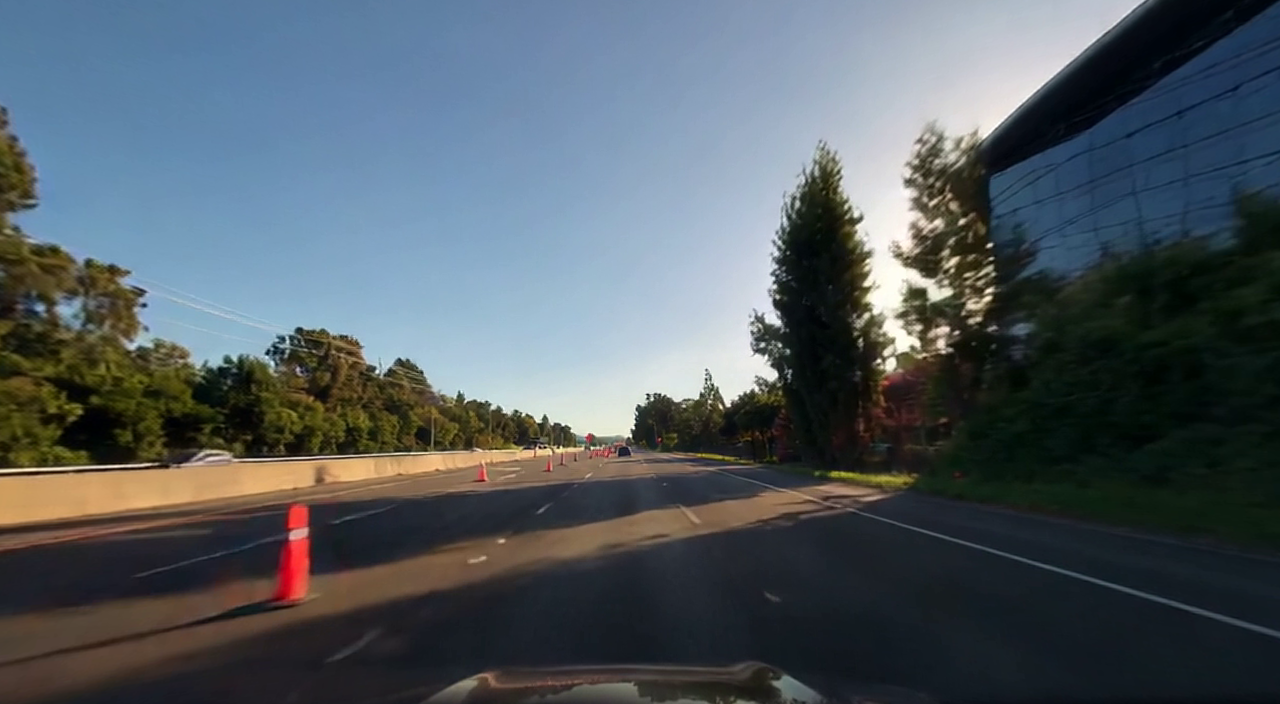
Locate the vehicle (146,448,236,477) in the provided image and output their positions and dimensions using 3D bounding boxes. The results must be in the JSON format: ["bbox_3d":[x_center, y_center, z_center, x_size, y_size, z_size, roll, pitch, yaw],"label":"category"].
[{"bbox_3d":[-24.208,5.959,34.272,1.769,1.463,4.314,0,-9,-2],"label":"vehicle"}]
